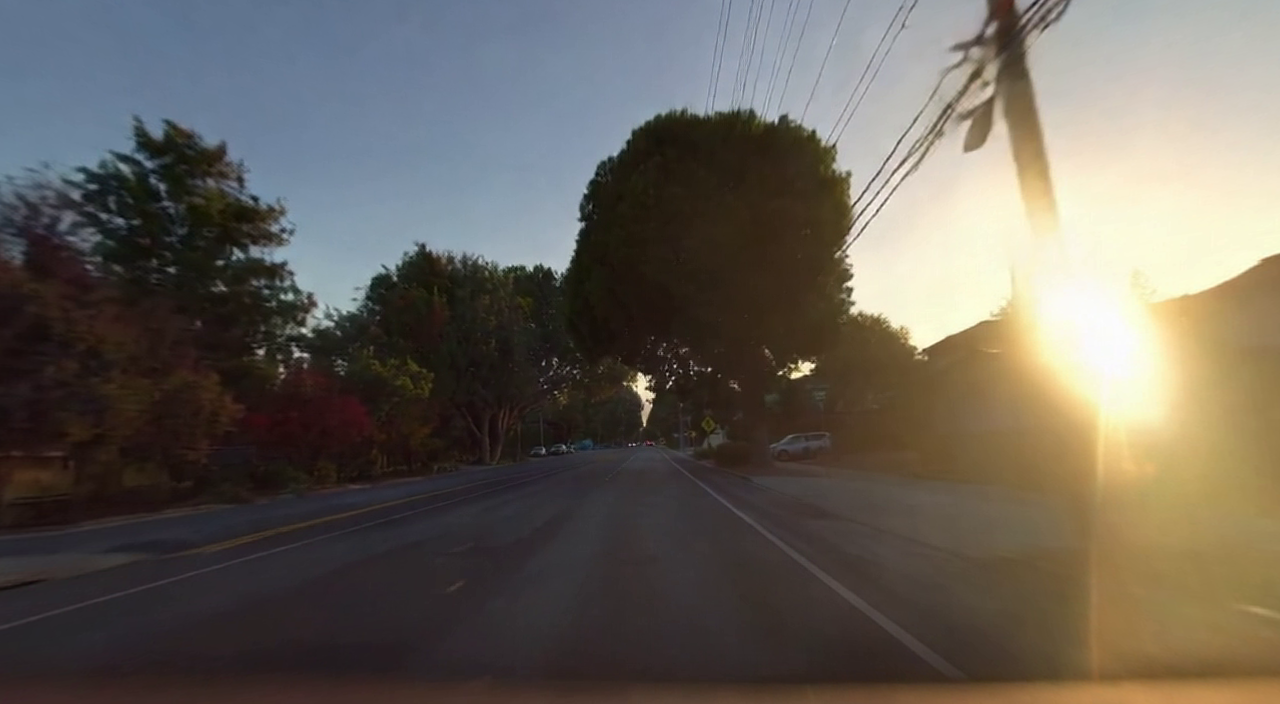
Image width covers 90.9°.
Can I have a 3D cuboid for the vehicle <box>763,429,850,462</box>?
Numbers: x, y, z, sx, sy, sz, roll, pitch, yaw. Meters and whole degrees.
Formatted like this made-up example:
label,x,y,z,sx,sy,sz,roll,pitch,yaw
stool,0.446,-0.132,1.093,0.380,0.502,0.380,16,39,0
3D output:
label,x,y,z,sx,sy,sz,roll,pitch,yaw
vehicle,9.648,5.497,36.868,4.494,1.850,2.027,0,-9,0
